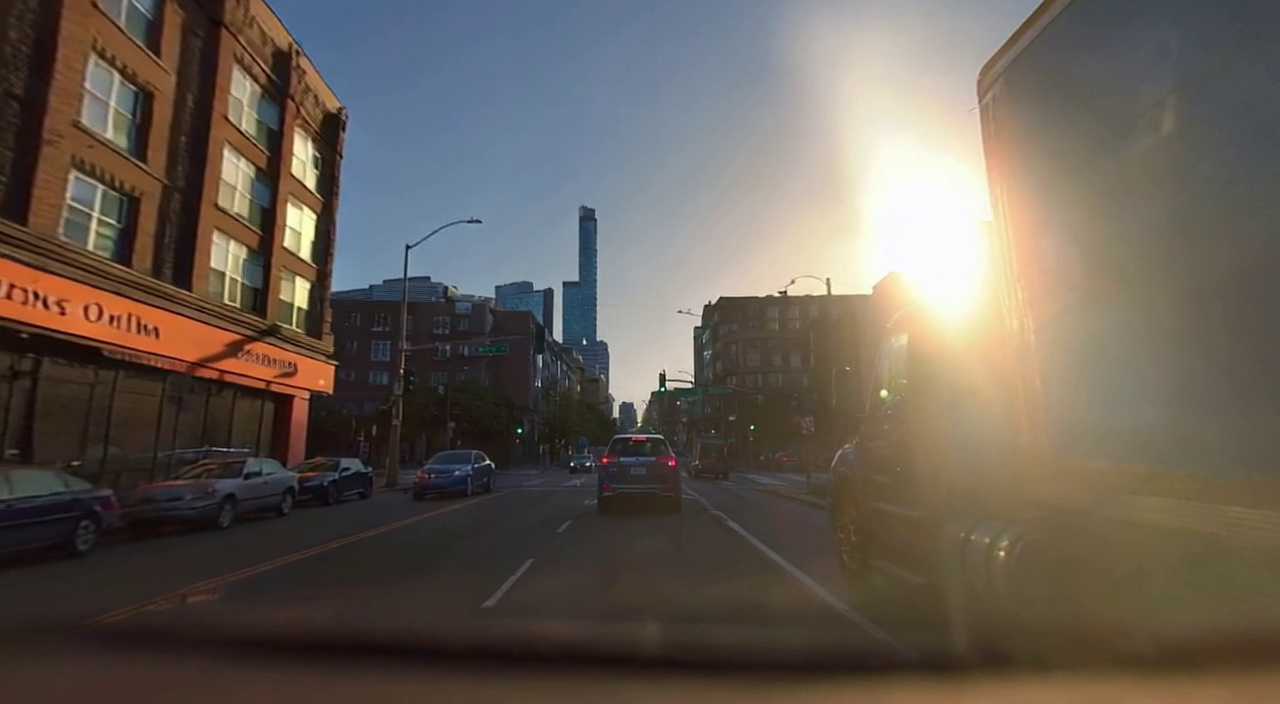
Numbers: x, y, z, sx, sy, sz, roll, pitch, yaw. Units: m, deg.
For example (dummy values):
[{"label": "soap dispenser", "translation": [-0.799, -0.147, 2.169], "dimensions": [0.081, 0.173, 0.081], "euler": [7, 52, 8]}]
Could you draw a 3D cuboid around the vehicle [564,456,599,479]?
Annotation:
[{"label": "vehicle", "translation": [-4.115, 8.213, 45.180], "dimensions": [2.152, 1.459, 4.484], "euler": [0, -8, 0]}]

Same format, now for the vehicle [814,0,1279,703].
[{"label": "vehicle", "translation": [3.298, -0.217, 1.410], "dimensions": [2.913, 3.771, 9.716], "euler": [0, -8, -1]}]

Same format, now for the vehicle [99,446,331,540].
[{"label": "vehicle", "translation": [-8.965, 2.943, 13.954], "dimensions": [2.084, 1.686, 4.422], "euler": [0, -8, -1]}]

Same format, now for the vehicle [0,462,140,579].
[{"label": "vehicle", "translation": [-8.817, 2.122, 7.841], "dimensions": [1.805, 1.379, 4.359], "euler": [0, -8, -3]}]

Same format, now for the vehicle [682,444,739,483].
[{"label": "vehicle", "translation": [3.251, 5.248, 30.138], "dimensions": [2.159, 1.696, 4.316], "euler": [0, -8, -1]}]

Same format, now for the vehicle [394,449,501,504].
[{"label": "vehicle", "translation": [-5.912, 3.853, 20.051], "dimensions": [1.947, 1.462, 4.640], "euler": [0, -8, 0]}]

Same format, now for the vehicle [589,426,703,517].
[{"label": "vehicle", "translation": [0.178, 2.735, 14.994], "dimensions": [2.283, 1.783, 4.548], "euler": [0, -8, 1]}]
